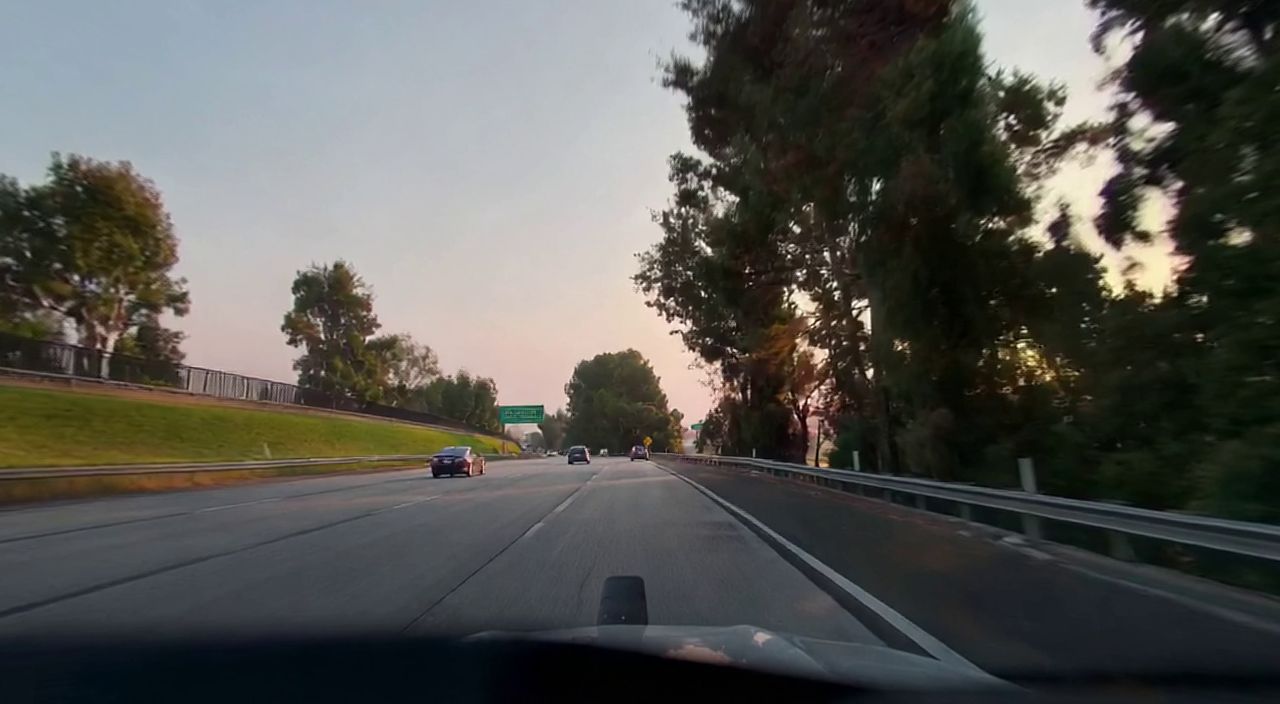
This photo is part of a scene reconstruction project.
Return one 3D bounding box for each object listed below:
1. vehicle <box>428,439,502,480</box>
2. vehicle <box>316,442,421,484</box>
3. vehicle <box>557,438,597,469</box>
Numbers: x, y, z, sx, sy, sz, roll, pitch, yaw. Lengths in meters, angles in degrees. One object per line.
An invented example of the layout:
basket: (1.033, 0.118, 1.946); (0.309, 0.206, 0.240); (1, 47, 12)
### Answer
vehicle: (-7.579, 4.686, 27.718); (2.015, 1.651, 4.432); (0, -8, 0)
vehicle: (-11.092, 4.537, 26.149); (2.100, 1.537, 5.092); (0, -8, 0)
vehicle: (-3.946, 6.464, 40.105); (2.138, 1.833, 4.622); (0, -8, -1)
